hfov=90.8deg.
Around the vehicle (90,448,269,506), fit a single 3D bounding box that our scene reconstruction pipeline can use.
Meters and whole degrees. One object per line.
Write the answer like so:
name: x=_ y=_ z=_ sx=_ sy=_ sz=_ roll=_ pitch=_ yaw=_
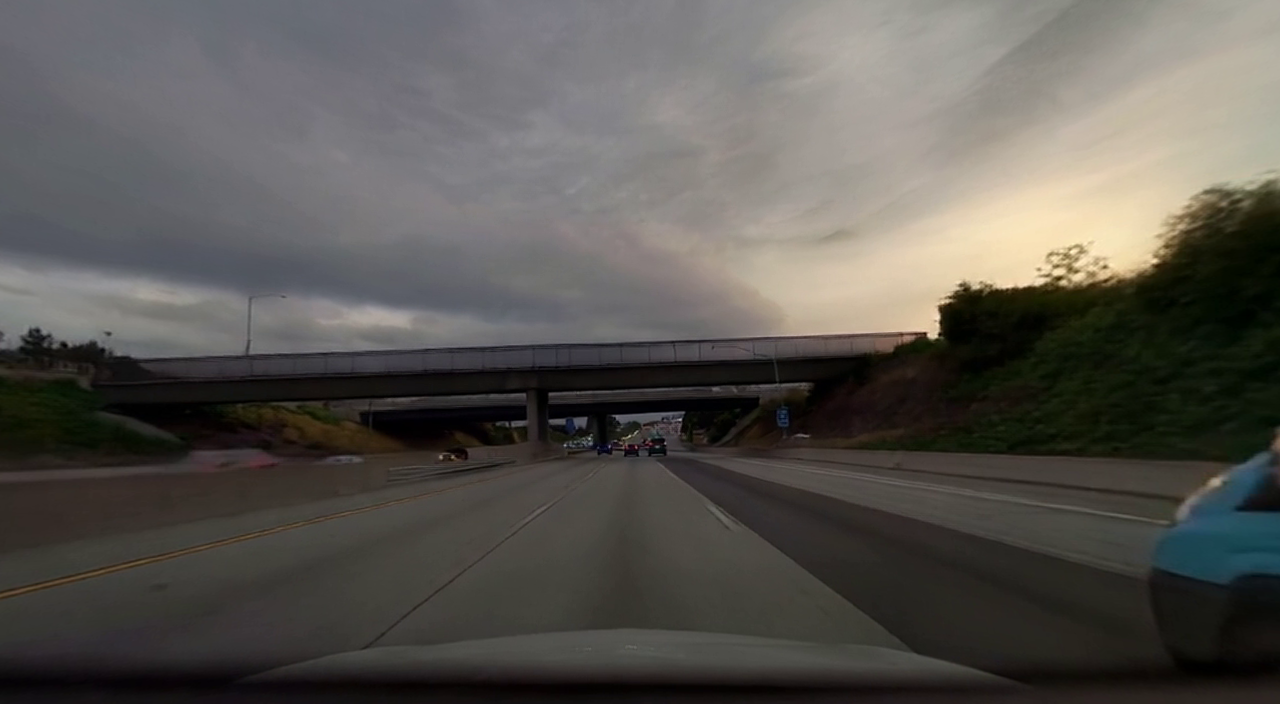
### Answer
vehicle: x=-13.458 y=3.630 z=18.921 sx=1.892 sy=1.481 sz=4.576 roll=0 pitch=-8 yaw=0
